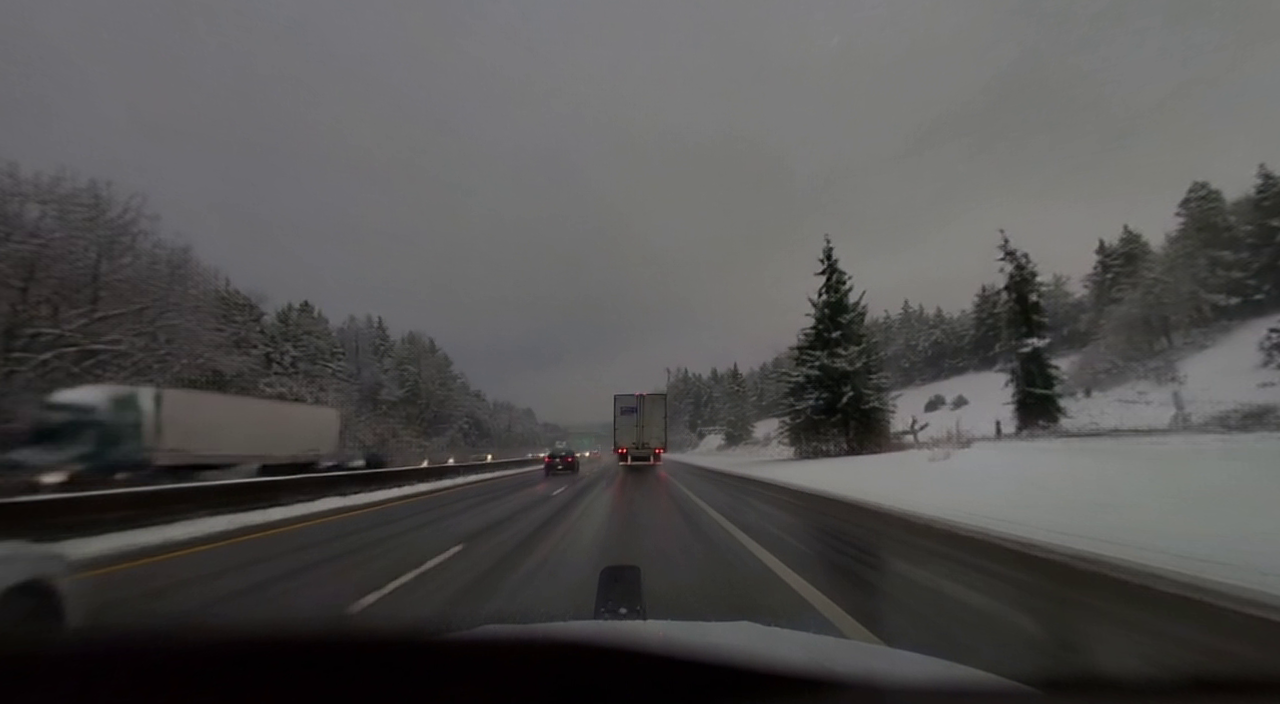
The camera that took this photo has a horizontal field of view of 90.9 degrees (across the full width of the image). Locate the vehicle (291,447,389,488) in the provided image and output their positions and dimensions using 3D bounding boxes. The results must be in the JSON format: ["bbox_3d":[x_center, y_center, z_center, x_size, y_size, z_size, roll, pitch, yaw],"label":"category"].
[{"bbox_3d":[-13.410,5.175,28.537,2.224,1.691,4.519,0,-9,0],"label":"vehicle"}]

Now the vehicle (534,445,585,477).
[{"bbox_3d":[-4.165,5.735,33.427,2.074,1.546,4.946,0,-9,0],"label":"vehicle"}]

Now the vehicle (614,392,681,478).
[{"bbox_3d":[0.238,4.451,32.960,2.959,3.828,9.617,0,-9,-1],"label":"vehicle"}]

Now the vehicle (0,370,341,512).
[{"bbox_3d":[-17.995,3.880,26.504,2.912,4.071,16.625,0,-9,-1],"label":"vehicle"}]
